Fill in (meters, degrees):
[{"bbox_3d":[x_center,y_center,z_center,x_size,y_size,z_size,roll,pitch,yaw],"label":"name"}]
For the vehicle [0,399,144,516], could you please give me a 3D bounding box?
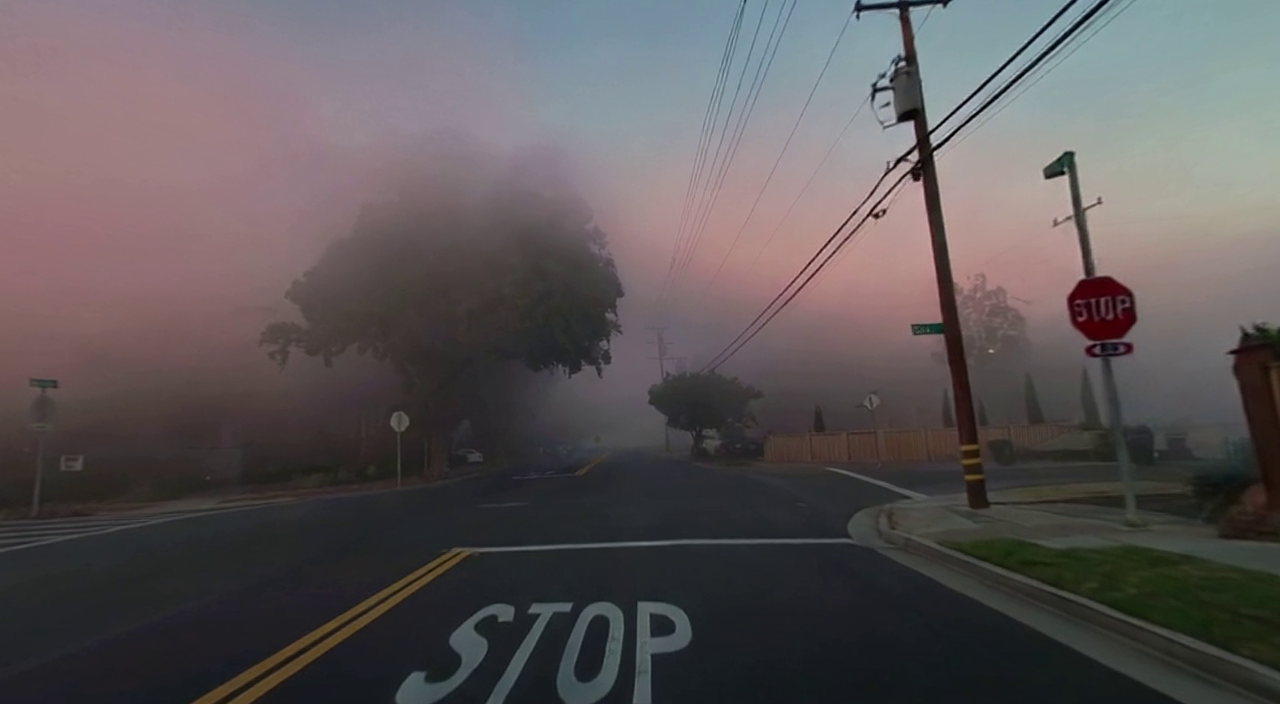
[{"bbox_3d":[-19.937,3.570,21.053,2.842,3.181,8.576,6,-12,-22],"label":"vehicle"}]
